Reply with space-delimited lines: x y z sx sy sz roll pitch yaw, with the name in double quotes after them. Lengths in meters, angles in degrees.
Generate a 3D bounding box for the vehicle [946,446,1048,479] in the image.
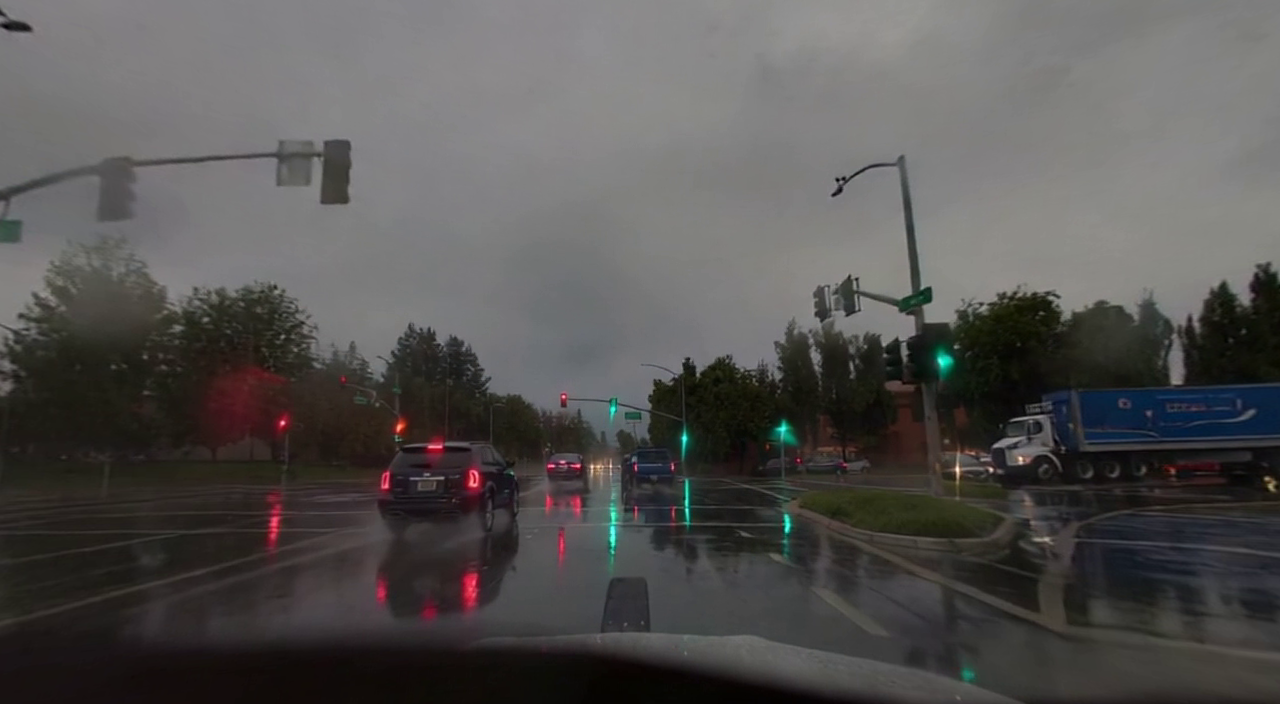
21.010 6.533 37.228 4.585 1.681 2.140 -3 -10 0 "vehicle"

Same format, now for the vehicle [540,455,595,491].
-3.402 5.749 30.270 2.013 1.474 4.393 0 -8 1 "vehicle"

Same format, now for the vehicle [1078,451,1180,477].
28.928 6.647 37.388 4.365 1.448 1.928 0 -8 1 "vehicle"

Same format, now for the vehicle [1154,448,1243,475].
39.776 7.804 44.944 4.580 1.807 1.967 0 -8 -3 "vehicle"

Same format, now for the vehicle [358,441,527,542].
-3.362 2.408 11.512 1.960 1.528 3.490 0 -8 0 "vehicle"

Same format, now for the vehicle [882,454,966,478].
18.419 7.413 41.027 4.478 1.495 2.063 0 -8 0 "vehicle"

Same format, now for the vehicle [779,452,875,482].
10.936 6.810 37.060 4.875 1.473 2.077 -2 -12 -2 "vehicle"

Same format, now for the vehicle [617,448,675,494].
0.249 4.770 25.606 2.163 1.678 3.846 0 -8 1 "vehicle"
